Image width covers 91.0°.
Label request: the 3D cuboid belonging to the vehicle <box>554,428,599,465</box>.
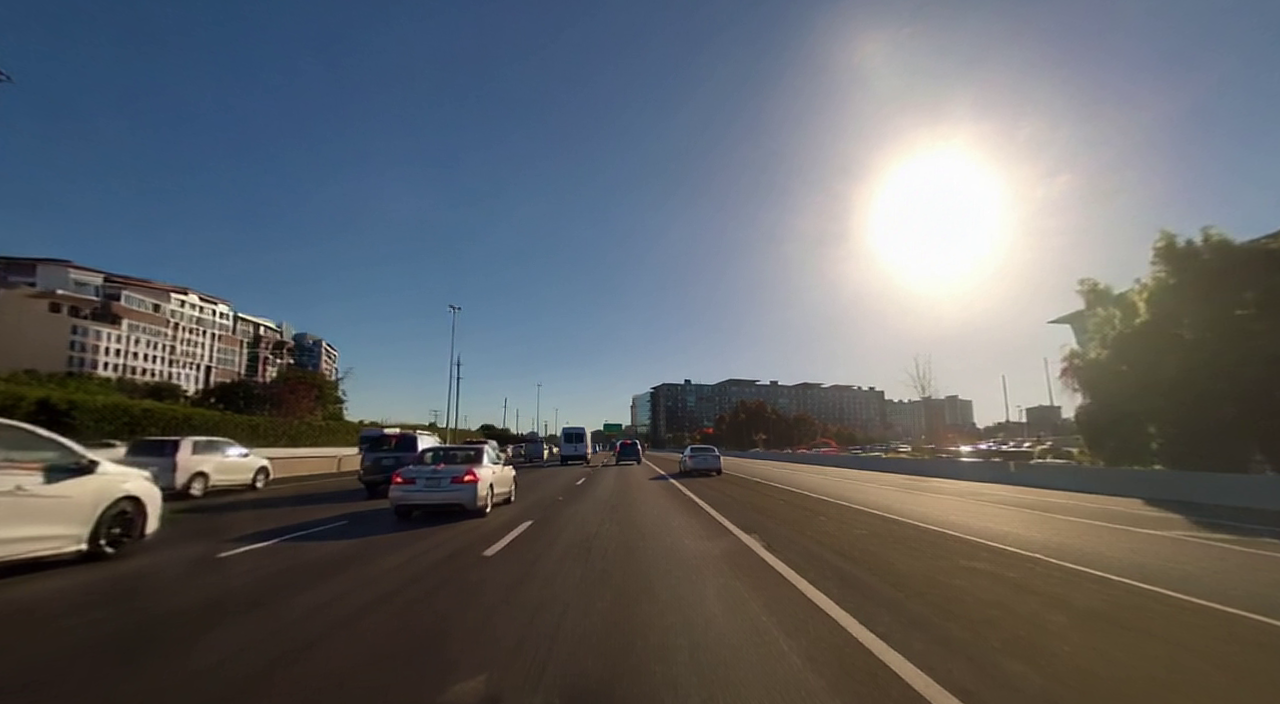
[{"bbox_3d":[-4.166,6.328,42.142,2.504,2.276,5.933,0,-9,-1],"label":"vehicle"}]

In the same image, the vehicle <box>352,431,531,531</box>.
[{"bbox_3d":[-3.411,2.292,11.777,1.963,1.507,4.172,0,-9,0],"label":"vehicle"}]

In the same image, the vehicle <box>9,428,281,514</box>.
[{"bbox_3d":[-10.484,2.552,14.038,2.014,1.549,4.957,0,-9,0],"label":"vehicle"}]

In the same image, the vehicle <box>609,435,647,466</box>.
[{"bbox_3d":[-0.752,6.188,39.485,2.207,1.807,4.199,0,-9,-1],"label":"vehicle"}]

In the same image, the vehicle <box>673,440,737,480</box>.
[{"bbox_3d":[2.641,4.526,26.666,2.127,1.513,4.501,0,-9,-2],"label":"vehicle"}]

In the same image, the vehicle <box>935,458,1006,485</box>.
[{"bbox_3d":[20.520,7.412,39.359,1.896,1.474,4.502,0,-9,-2],"label":"vehicle"}]
